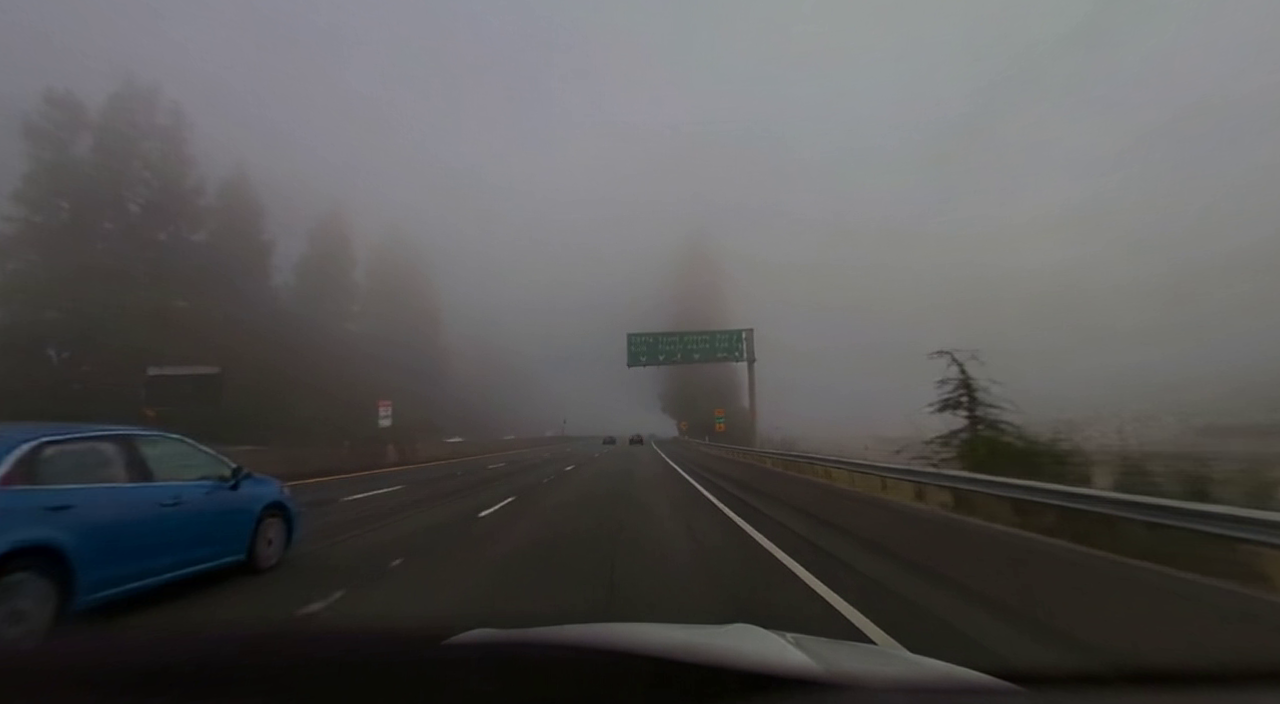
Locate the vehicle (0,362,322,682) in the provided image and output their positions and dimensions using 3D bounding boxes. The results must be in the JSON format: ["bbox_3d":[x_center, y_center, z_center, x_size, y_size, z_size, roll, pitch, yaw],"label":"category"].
[{"bbox_3d":[-4.321,1.003,4.226,2.052,1.626,4.514,0,-8,-1],"label":"vehicle"}]
